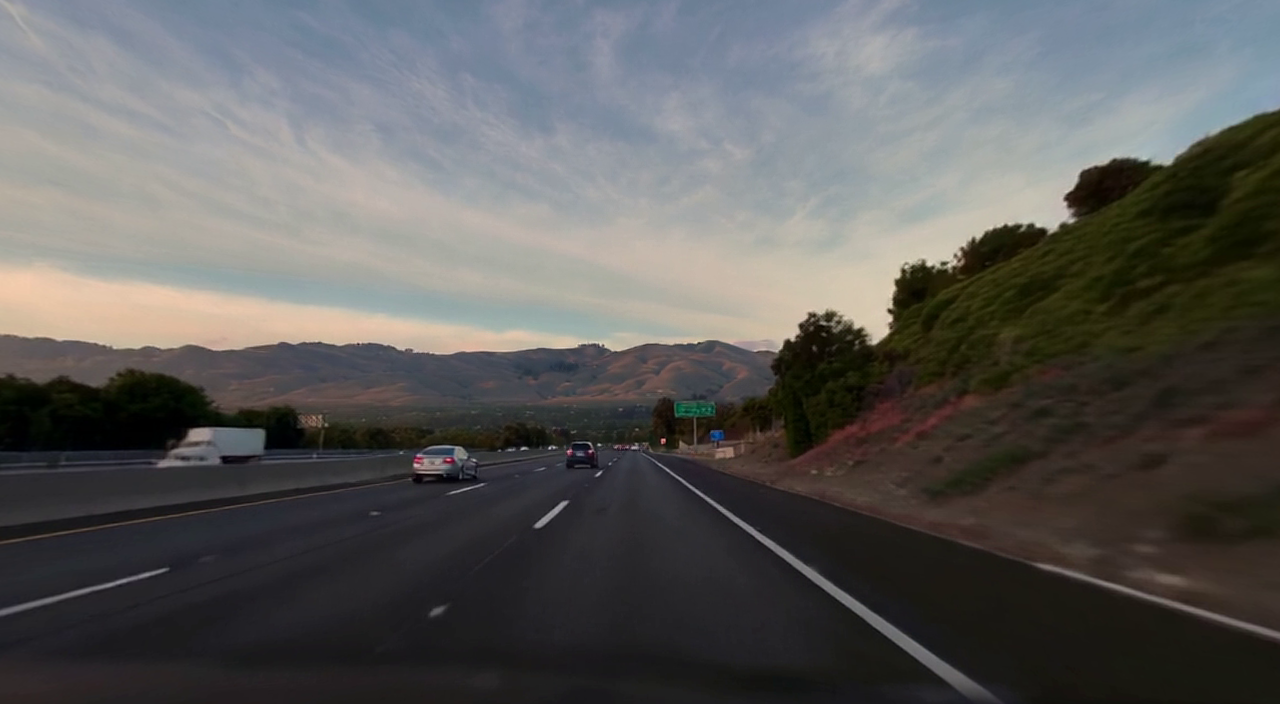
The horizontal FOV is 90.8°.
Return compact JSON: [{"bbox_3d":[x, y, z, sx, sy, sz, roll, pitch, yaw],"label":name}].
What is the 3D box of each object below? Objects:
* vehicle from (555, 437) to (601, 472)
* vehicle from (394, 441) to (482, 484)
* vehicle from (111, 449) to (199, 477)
[{"bbox_3d":[-3.281,5.551,34.296,2.029,1.753,4.718,0,-9,0],"label":"vehicle"},{"bbox_3d":[-7.708,4.241,24.617,1.930,1.508,4.567,0,-9,0],"label":"vehicle"},{"bbox_3d":[-33.167,7.564,43.412,2.027,1.673,5.023,0,-8,-1],"label":"vehicle"}]
